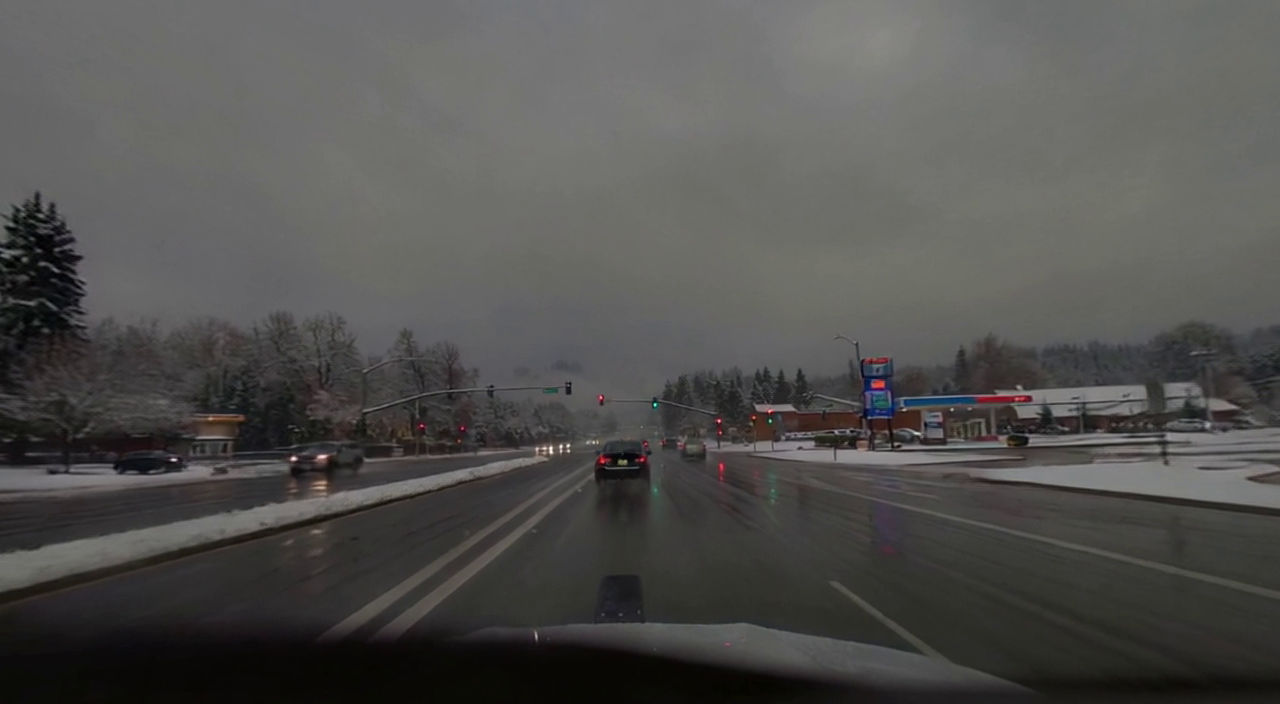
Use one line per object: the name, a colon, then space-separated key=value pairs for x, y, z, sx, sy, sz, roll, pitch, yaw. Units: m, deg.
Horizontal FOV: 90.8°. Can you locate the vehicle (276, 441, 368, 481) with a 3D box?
vehicle: x=-17.396 y=5.975 z=34.976 sx=2.224 sy=2.000 sz=5.743 roll=0 pitch=-9 yaw=-1

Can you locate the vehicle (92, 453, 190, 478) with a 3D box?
vehicle: x=-36.356 y=8.238 z=46.119 sx=5.292 sy=1.717 sz=2.099 roll=0 pitch=-9 yaw=0

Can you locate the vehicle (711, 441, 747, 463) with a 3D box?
vehicle: x=6.336 y=7.169 z=45.428 sx=1.890 sy=1.489 sz=4.396 roll=0 pitch=-9 yaw=-1

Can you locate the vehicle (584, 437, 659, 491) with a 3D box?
vehicle: x=-0.516 y=3.349 z=19.121 sx=2.040 sy=1.451 sz=3.736 roll=0 pitch=-9 yaw=0
